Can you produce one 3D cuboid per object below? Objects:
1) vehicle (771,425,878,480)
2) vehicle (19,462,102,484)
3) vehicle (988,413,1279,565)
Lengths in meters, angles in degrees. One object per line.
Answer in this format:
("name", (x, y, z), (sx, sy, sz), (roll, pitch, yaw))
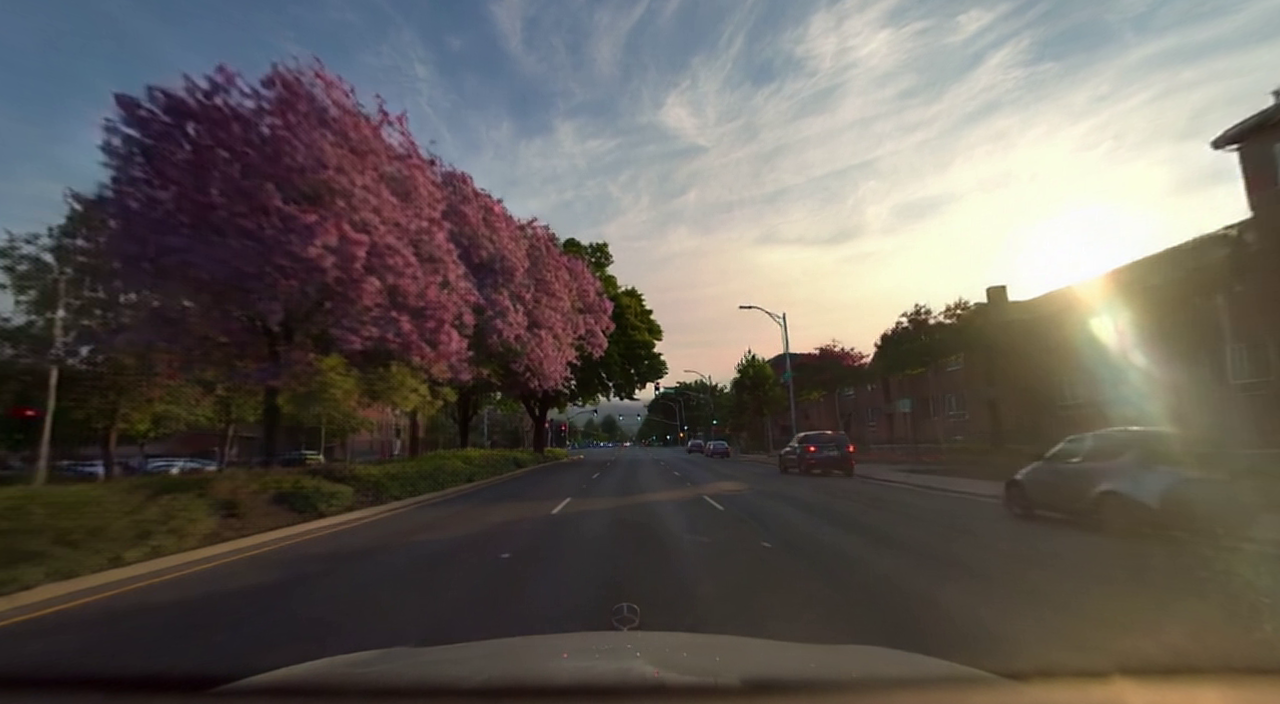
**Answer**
("vehicle", (6.933, 3.868, 24.496), (2.450, 1.892, 5.107), (0, -8, -2))
("vehicle", (-44.276, 9.247, 48.390), (4.454, 1.524, 1.824), (6, -11, -37))
("vehicle", (7.247, 1.816, 9.122), (1.940, 1.647, 4.309), (0, -8, -1))
